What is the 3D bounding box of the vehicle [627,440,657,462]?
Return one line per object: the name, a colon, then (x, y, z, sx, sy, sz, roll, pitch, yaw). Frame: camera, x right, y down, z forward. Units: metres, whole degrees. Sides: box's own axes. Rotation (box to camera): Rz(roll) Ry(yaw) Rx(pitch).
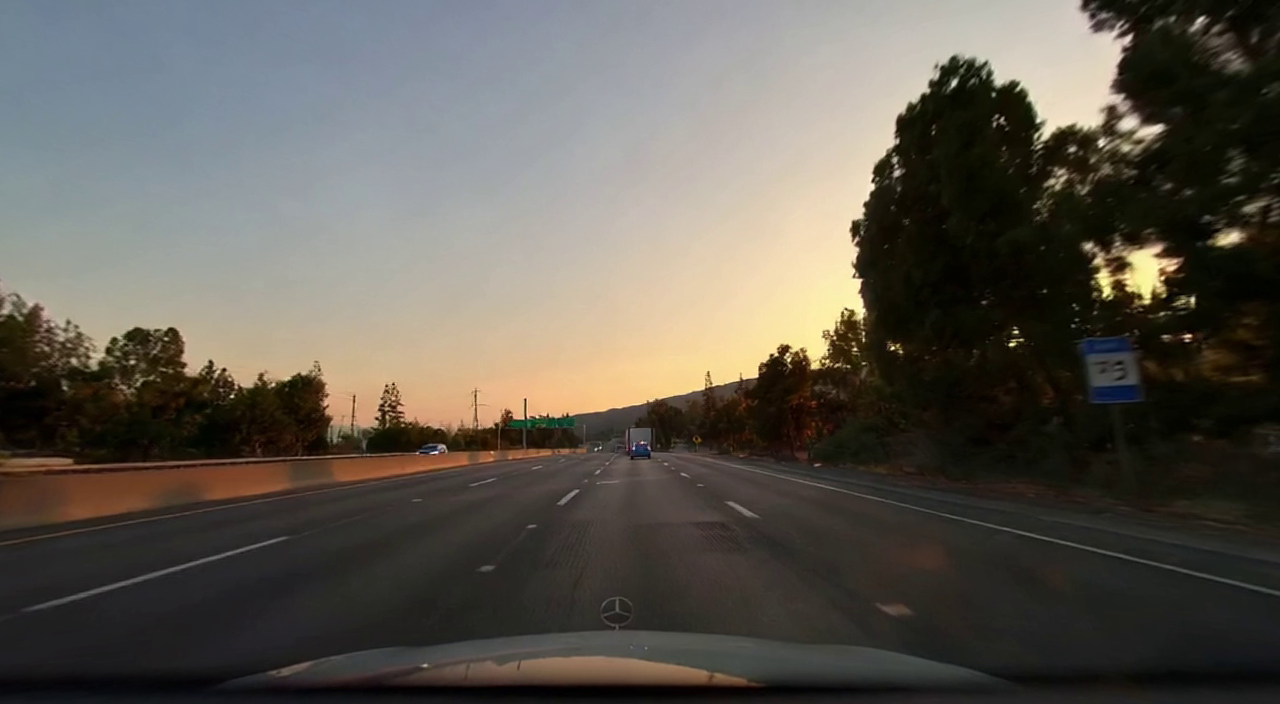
vehicle: (0.114, 7.005, 44.725, 2.028, 1.440, 3.690, 0, -8, -1)
